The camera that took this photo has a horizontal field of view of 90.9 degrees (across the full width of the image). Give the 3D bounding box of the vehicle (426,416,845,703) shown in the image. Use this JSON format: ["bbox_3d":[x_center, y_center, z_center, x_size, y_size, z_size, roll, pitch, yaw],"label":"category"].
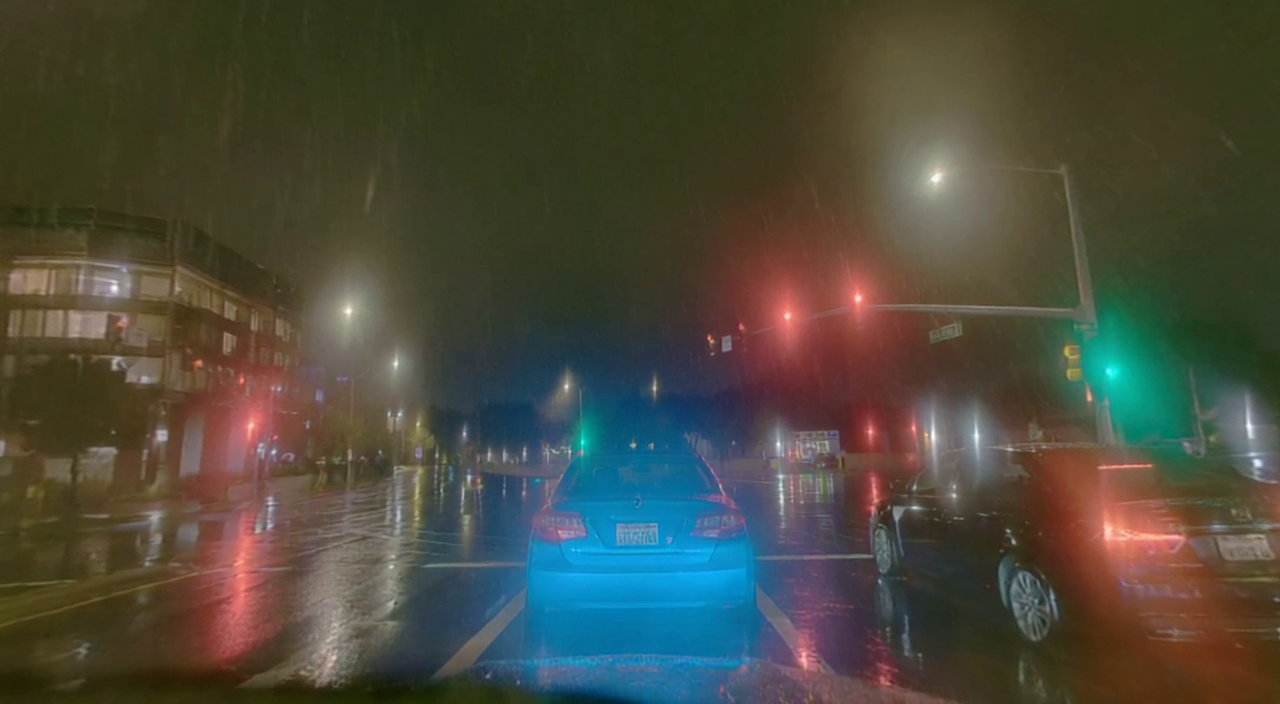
[{"bbox_3d":[-0.064,1.373,5.266,2.094,1.481,4.078,0,-8,-1],"label":"vehicle"}]

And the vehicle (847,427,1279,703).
[{"bbox_3d":[3.353,1.387,5.116,1.860,1.430,4.089,0,-8,-1],"label":"vehicle"}]
